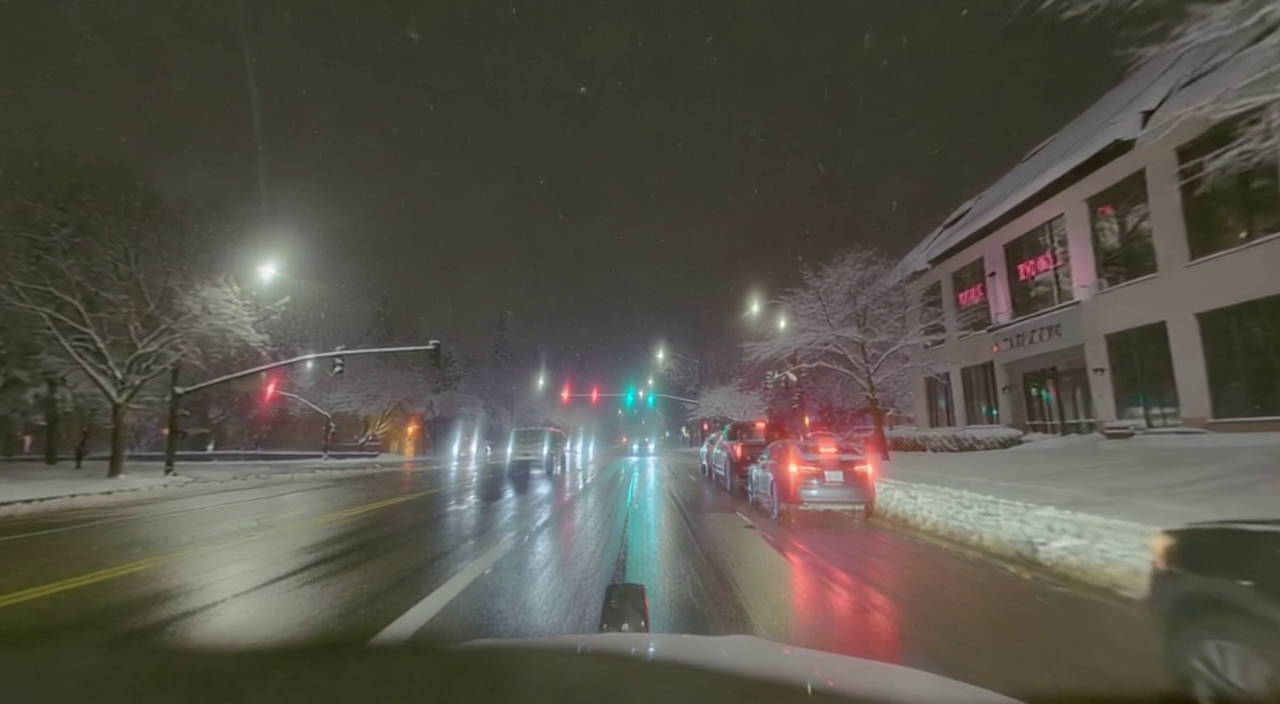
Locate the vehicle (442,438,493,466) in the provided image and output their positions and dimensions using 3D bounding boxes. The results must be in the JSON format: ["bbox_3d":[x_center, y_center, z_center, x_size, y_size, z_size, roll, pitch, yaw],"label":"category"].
[{"bbox_3d":[-10.388,6.033,38.276,1.989,1.598,4.054,-1,-8,0],"label":"vehicle"}]

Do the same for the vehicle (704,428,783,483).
[{"bbox_3d":[3.504,3.585,22.070,1.992,1.744,4.183,0,-8,-1],"label":"vehicle"}]

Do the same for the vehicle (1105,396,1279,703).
[{"bbox_3d":[3.201,0.687,0.755,1.948,1.474,4.360,0,-8,0],"label":"vehicle"}]

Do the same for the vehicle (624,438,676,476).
[{"bbox_3d":[0.341,4.236,25.671,1.971,1.433,3.923,0,-8,-1],"label":"vehicle"}]

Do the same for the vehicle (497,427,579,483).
[{"bbox_3d":[-3.397,3.539,21.854,2.023,1.720,4.452,0,-8,1],"label":"vehicle"}]

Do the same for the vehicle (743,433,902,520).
[{"bbox_3d":[3.466,2.438,12.909,1.913,1.463,4.198,0,-8,-1],"label":"vehicle"}]
